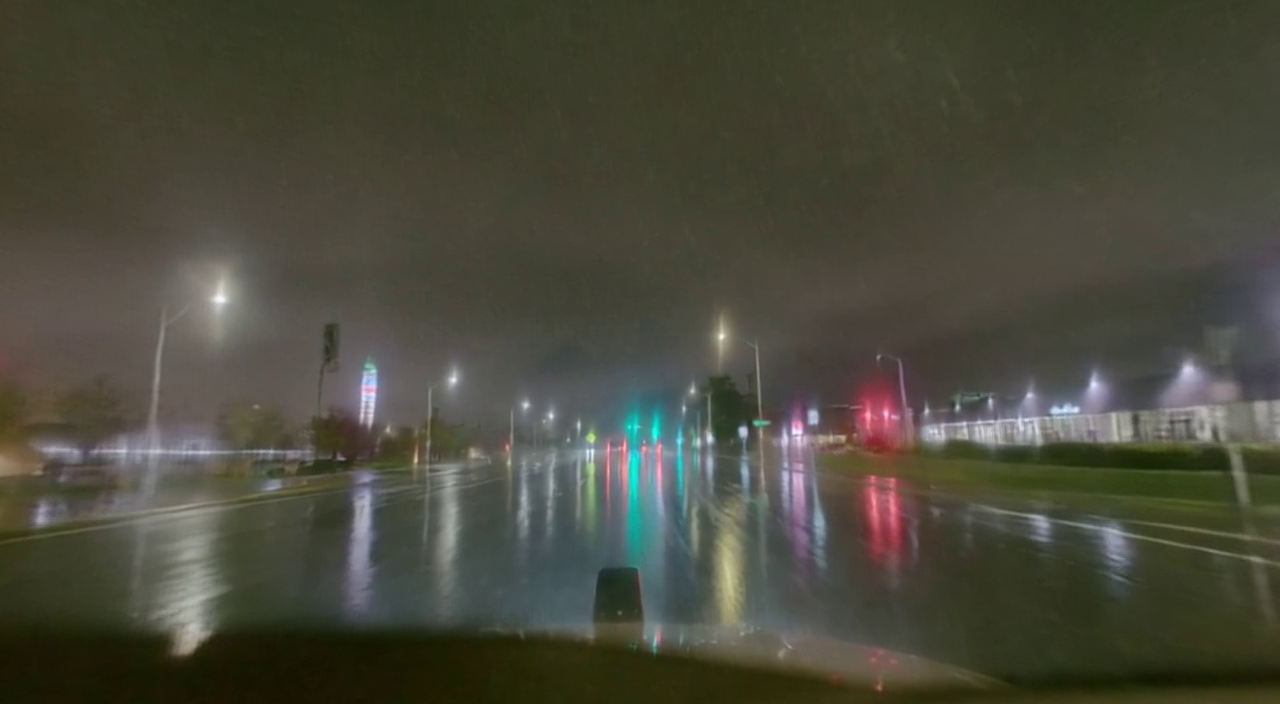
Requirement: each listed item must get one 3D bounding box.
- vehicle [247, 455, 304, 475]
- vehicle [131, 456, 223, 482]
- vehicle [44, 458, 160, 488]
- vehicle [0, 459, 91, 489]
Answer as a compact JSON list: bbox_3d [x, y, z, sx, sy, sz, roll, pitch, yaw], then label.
[{"bbox_3d":[-28.692,8.888,49.913,1.882,1.401,4.476,0,-9,-1],"label":"vehicle"},{"bbox_3d":[-29.276,7.391,40.191,1.960,1.478,4.949,-1,-9,3],"label":"vehicle"},{"bbox_3d":[-29.319,6.597,34.700,1.920,1.442,4.998,-1,-9,2],"label":"vehicle"},{"bbox_3d":[-31.826,6.447,33.581,1.815,1.401,3.775,-1,-9,2],"label":"vehicle"}]
